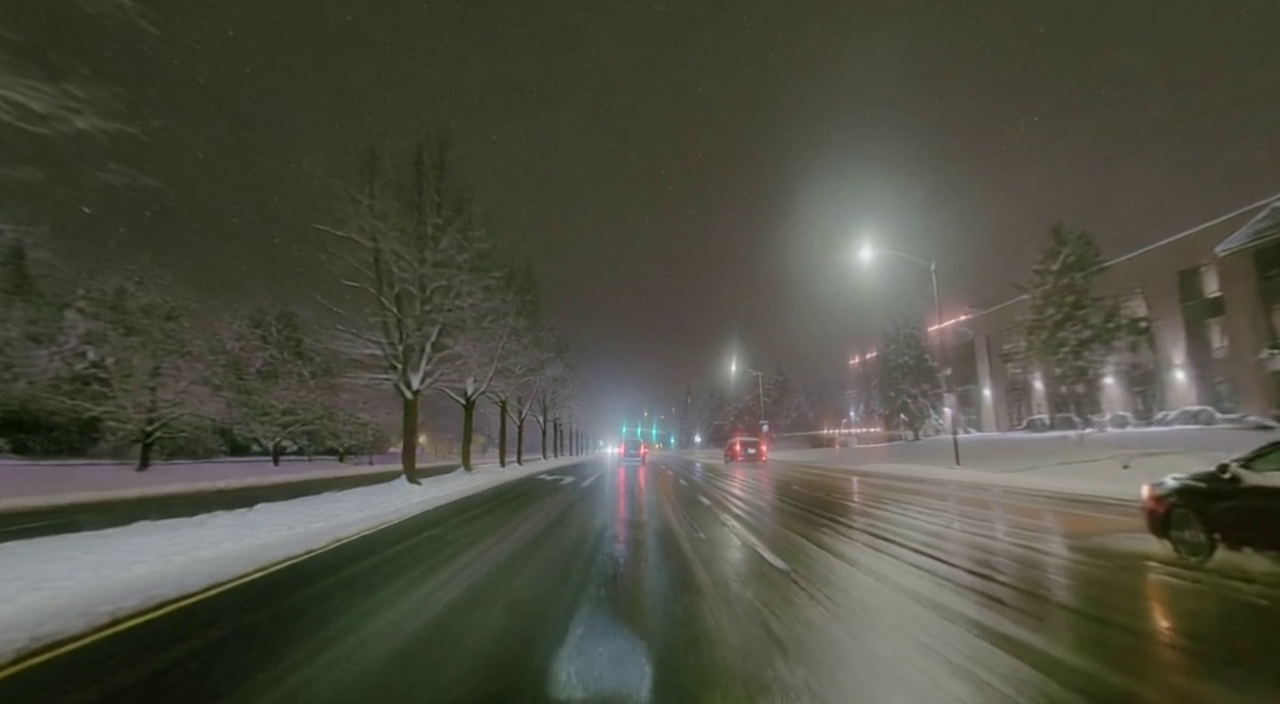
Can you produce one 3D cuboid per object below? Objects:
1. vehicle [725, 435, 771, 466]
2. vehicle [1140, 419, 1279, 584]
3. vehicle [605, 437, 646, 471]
[{"bbox_3d":[6.739,6.210,39.864,2.026,1.804,4.565,0,-8,-1],"label":"vehicle"},{"bbox_3d":[6.827,1.239,5.001,2.139,1.471,4.393,0,-8,0],"label":"vehicle"},{"bbox_3d":[-0.763,5.778,35.981,2.193,1.794,4.457,0,-8,0],"label":"vehicle"}]
